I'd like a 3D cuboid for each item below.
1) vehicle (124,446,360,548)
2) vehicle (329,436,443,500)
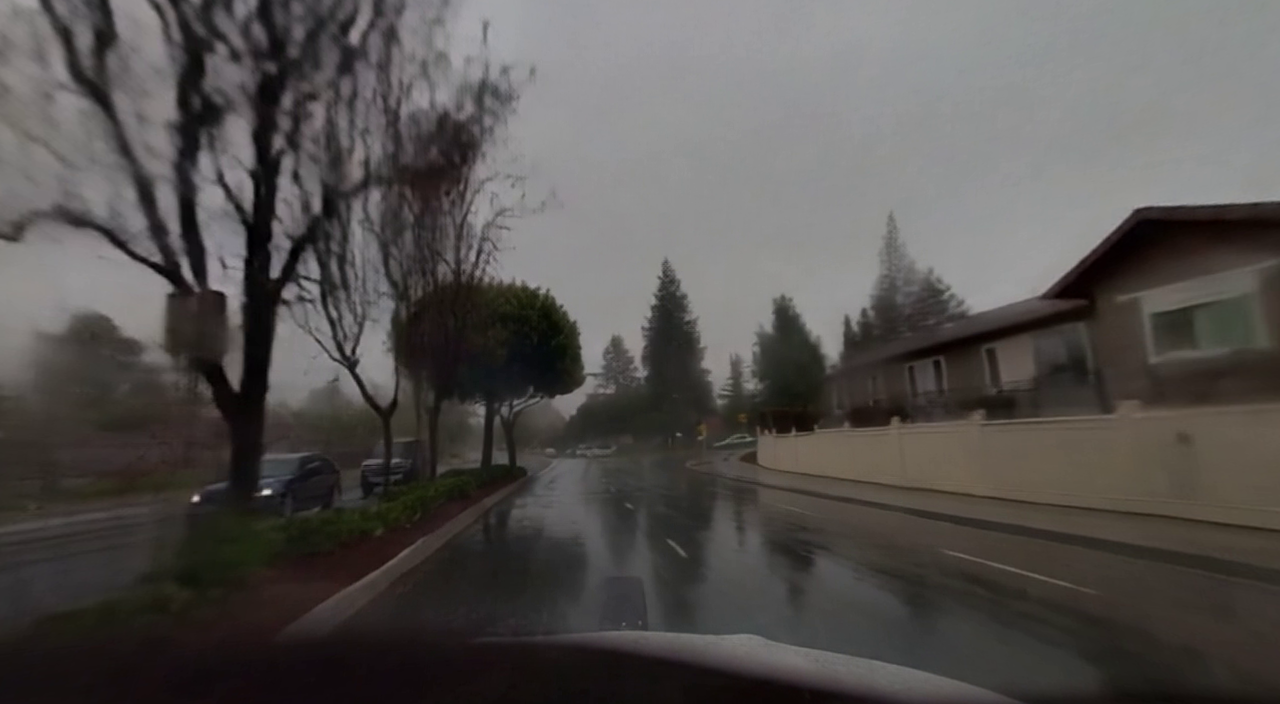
[{"bbox_3d":[-6.948,2.500,11.640,1.888,1.476,4.286,1,-8,-6],"label":"vehicle"},{"bbox_3d":[-8.095,3.694,20.598,2.196,1.809,4.857,1,-8,-6],"label":"vehicle"}]
